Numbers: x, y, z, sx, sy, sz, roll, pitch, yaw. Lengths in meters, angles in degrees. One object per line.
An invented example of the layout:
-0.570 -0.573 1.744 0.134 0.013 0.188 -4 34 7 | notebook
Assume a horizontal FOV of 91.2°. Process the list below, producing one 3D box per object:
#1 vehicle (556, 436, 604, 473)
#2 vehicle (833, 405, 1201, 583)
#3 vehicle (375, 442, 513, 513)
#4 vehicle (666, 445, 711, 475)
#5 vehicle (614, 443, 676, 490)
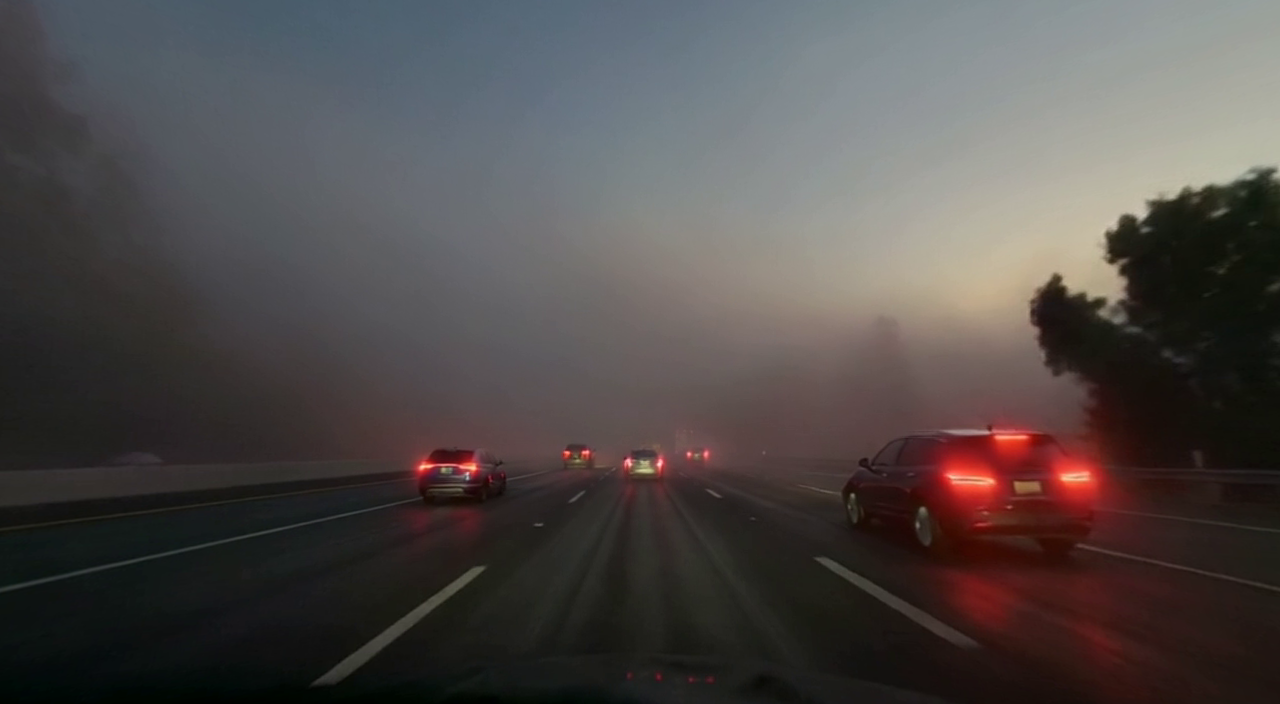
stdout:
-3.381 5.925 36.318 2.230 1.973 4.403 -1 -9 2 | vehicle
4.176 1.649 7.995 2.018 1.639 4.149 0 -9 -1 | vehicle
-4.610 3.020 15.535 1.967 1.473 4.439 0 -9 0 | vehicle
2.553 5.857 34.211 1.959 1.503 4.064 0 -9 -2 | vehicle
0.162 4.083 22.662 2.015 1.526 4.286 0 -9 0 | vehicle
